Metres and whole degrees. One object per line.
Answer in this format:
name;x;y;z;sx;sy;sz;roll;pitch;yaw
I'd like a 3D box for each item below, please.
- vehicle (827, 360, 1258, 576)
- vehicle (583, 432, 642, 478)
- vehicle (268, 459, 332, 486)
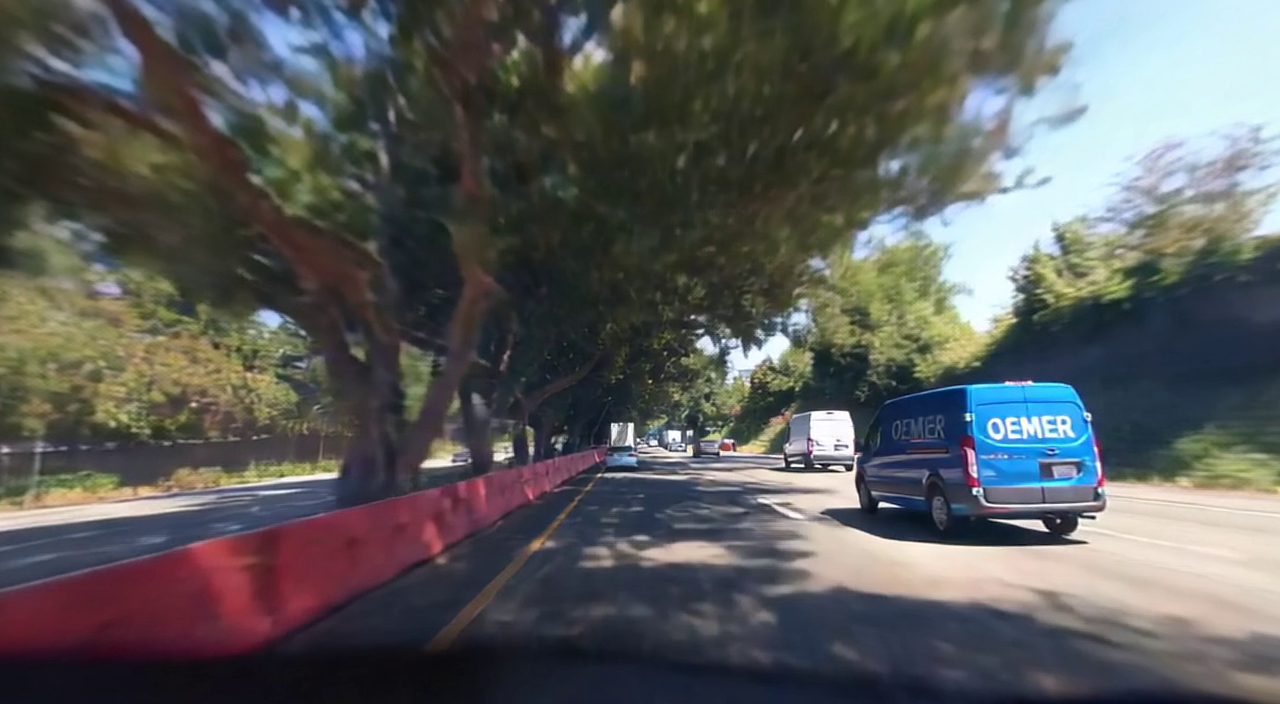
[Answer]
vehicle;4.545;1.433;8.512;2.223;2.008;5.121;0;-8;-3
vehicle;-1.039;3.985;24.513;2.100;1.636;3.620;0;-8;-2
vehicle;-21.701;7.691;40.405;1.789;1.453;4.243;0;-8;-1
